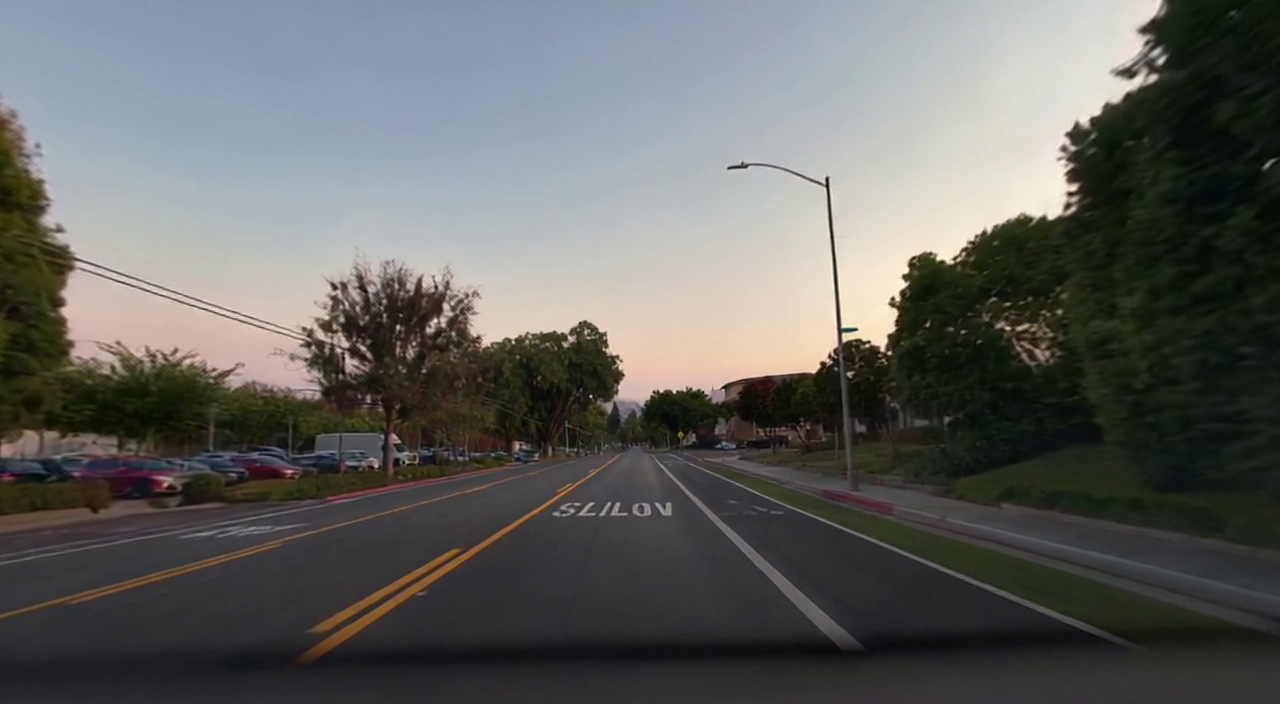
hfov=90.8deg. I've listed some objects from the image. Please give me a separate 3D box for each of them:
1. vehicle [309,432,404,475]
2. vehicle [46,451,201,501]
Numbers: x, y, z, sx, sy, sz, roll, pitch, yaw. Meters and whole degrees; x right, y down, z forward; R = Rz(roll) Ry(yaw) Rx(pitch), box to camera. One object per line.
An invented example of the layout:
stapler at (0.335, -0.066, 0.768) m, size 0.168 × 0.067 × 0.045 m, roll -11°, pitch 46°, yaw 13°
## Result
vehicle at (-19.455, 6.923, 43.295) m, size 5.971 × 2.749 × 2.293 m, roll -3°, pitch -9°, yaw 22°
vehicle at (-19.272, 4.569, 23.630) m, size 4.752 × 1.690 × 1.990 m, roll -2°, pitch -9°, yaw 16°
